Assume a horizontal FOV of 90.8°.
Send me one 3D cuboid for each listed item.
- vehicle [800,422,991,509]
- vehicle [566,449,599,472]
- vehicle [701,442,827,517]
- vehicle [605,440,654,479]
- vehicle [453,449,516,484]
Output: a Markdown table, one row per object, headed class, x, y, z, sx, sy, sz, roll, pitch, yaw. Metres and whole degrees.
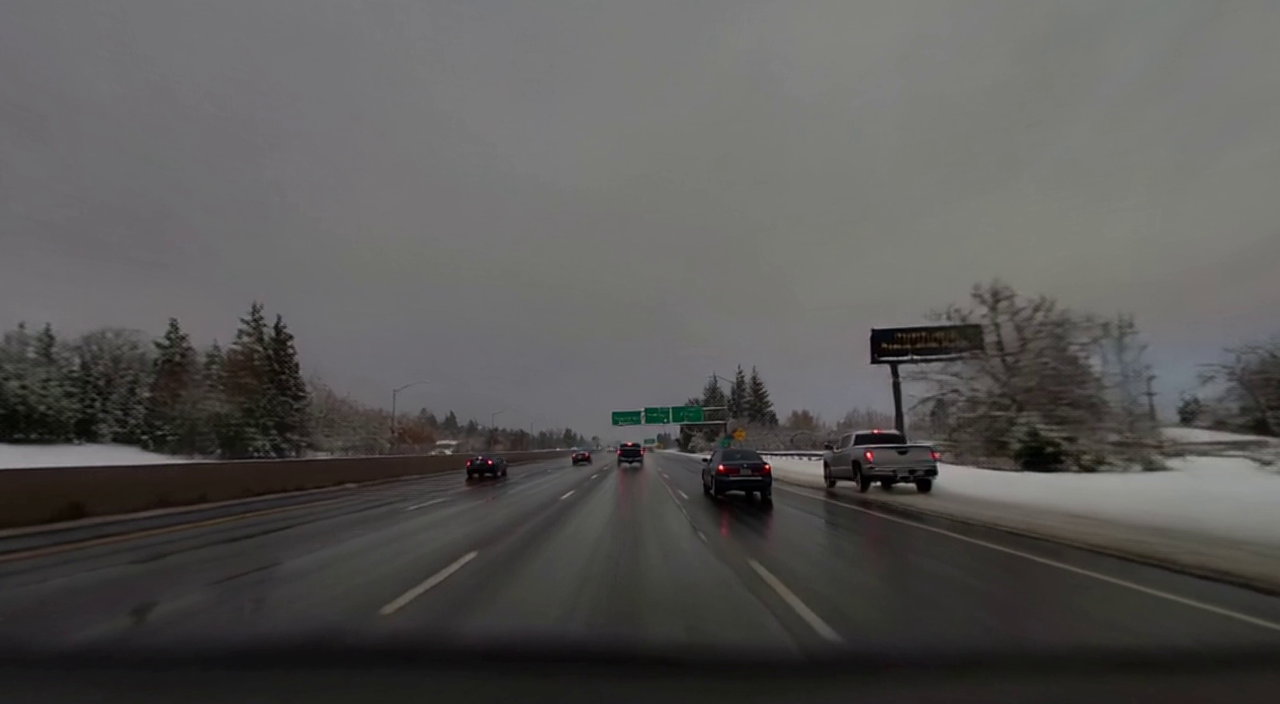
| class | x | y | z | sx | sy | sz | roll | pitch | yaw |
| --- | --- | --- | --- | --- | --- | --- | --- | --- | --- |
| vehicle | 6.456 | 2.977 | 17.097 | 2.635 | 1.919 | 5.907 | 0 | -8 | 0 |
| vehicle | -4.042 | 7.681 | 44.912 | 1.935 | 1.487 | 4.076 | 0 | -8 | 0 |
| vehicle | 2.693 | 2.877 | 14.846 | 2.011 | 1.462 | 4.286 | 0 | -8 | -1 |
| vehicle | -0.540 | 5.452 | 32.328 | 2.323 | 1.805 | 4.729 | 0 | -8 | -1 |
| vehicle | -7.301 | 5.397 | 30.097 | 1.920 | 1.482 | 4.385 | 0 | -8 | 0 |
